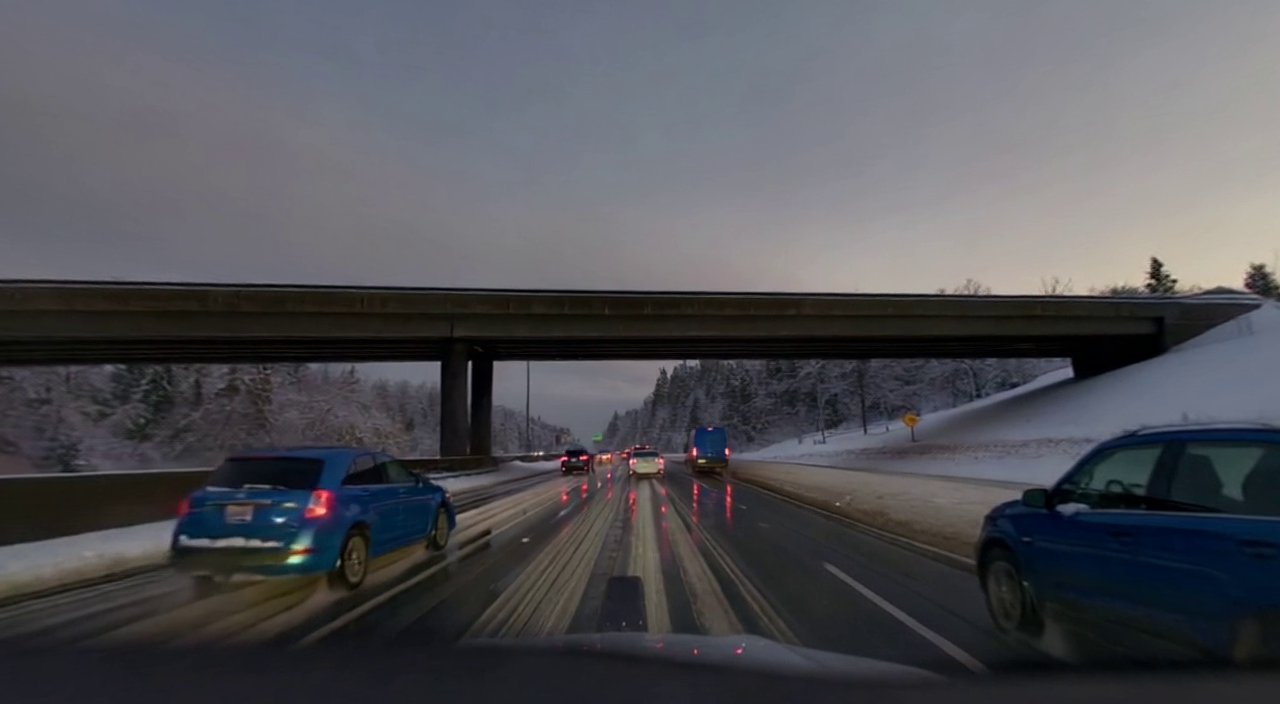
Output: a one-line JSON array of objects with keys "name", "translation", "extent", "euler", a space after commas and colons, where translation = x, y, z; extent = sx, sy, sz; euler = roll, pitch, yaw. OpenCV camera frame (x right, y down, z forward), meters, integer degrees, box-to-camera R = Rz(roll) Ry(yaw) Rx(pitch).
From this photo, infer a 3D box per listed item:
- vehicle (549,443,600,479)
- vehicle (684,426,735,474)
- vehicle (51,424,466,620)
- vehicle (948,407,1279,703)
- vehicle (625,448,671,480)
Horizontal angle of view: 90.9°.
[{"name": "vehicle", "translation": [-3.372, 5.687, 33.227], "extent": [2.078, 1.706, 4.298], "euler": [-1, -8, 2]}, {"name": "vehicle", "translation": [4.229, 6.113, 39.605], "extent": [2.436, 2.745, 6.607], "euler": [0, -8, 0]}, {"name": "vehicle", "translation": [-3.644, 1.667, 7.118], "extent": [2.137, 1.562, 3.926], "euler": [0, -8, 1]}, {"name": "vehicle", "translation": [4.158, 1.201, 4.063], "extent": [2.085, 1.558, 4.466], "euler": [0, -8, 0]}, {"name": "vehicle", "translation": [0.369, 5.541, 31.540], "extent": [2.174, 1.467, 4.005], "euler": [0, -8, 0]}]
